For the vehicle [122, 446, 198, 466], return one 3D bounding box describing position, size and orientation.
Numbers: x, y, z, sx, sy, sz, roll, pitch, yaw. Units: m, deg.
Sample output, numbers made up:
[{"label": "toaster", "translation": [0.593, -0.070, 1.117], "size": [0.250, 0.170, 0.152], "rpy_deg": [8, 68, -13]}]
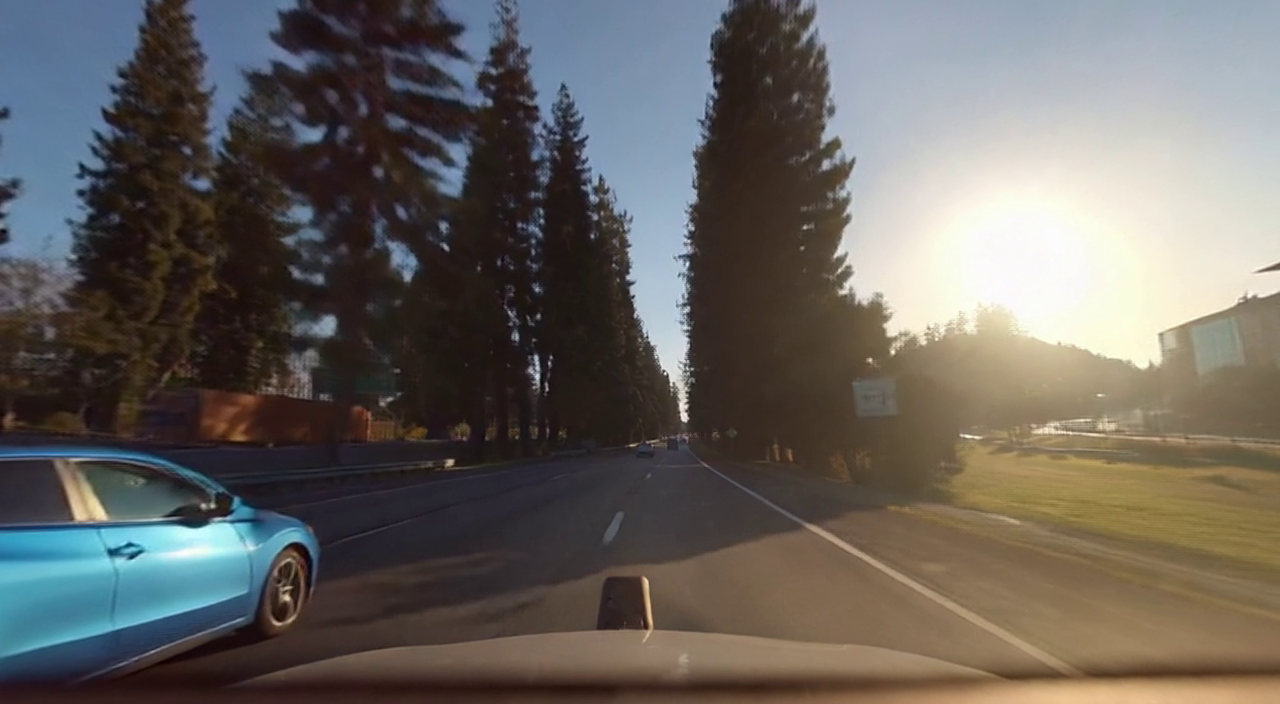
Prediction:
[{"label": "vehicle", "translation": [-37.005, 8.005, 48.749], "size": [1.877, 1.463, 4.583], "rpy_deg": [-2, -9, 9]}]
